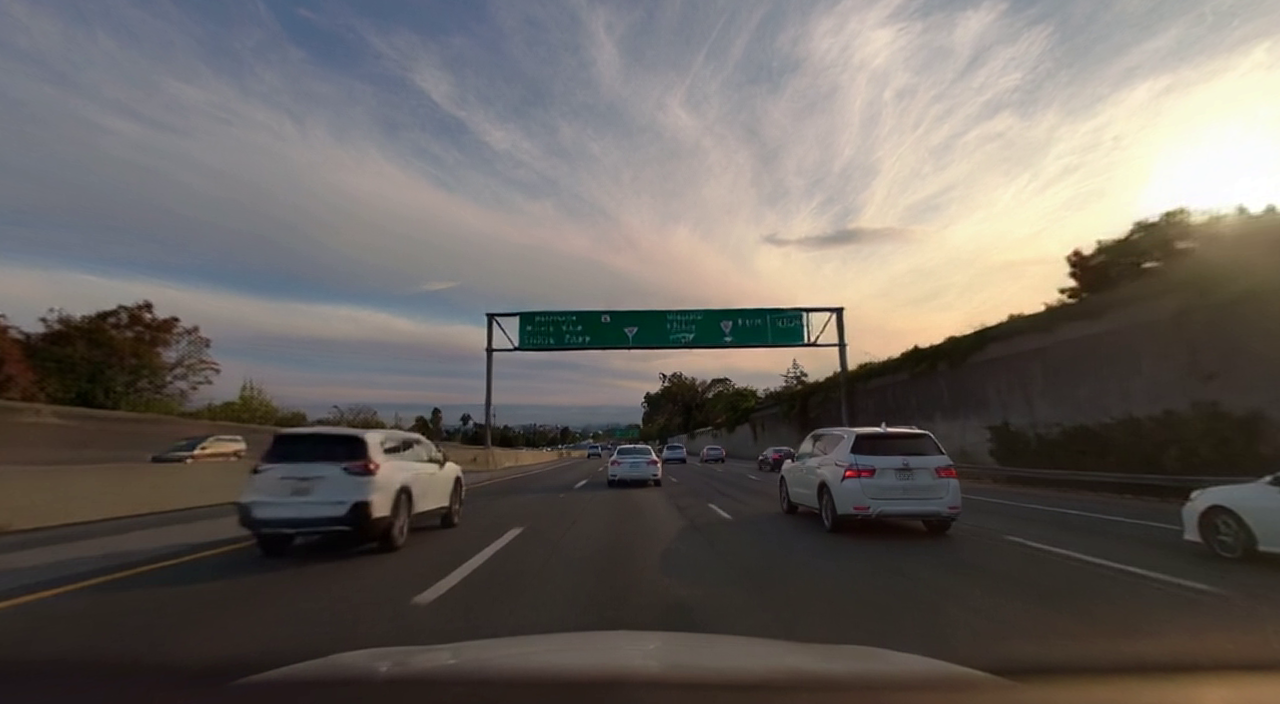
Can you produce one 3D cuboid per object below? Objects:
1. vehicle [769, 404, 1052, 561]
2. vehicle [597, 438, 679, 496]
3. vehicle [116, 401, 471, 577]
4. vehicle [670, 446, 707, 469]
[{"bbox_3d":[3.621,1.856,9.713,2.162,1.800,4.693,0,-9,-1],"label":"vehicle"},{"bbox_3d":[-0.105,3.280,18.374,2.098,1.475,3.997,0,-9,-1],"label":"vehicle"},{"bbox_3d":[-4.218,1.773,9.028,2.218,1.776,5.031,0,-9,0],"label":"vehicle"},{"bbox_3d":[3.244,7.191,43.281,1.998,1.490,4.296,0,-9,-3],"label":"vehicle"}]
